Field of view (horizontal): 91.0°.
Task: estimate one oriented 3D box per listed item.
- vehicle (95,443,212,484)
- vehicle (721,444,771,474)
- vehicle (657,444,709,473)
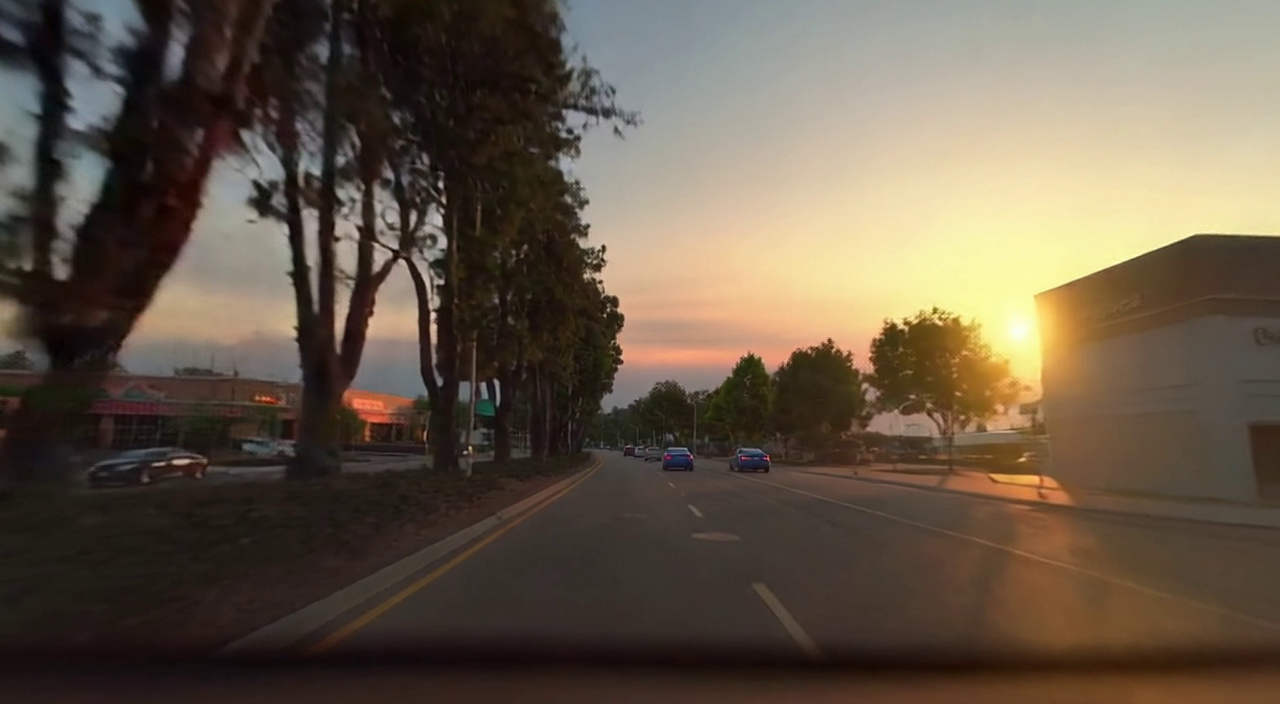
[{"bbox_3d":[-19.867,4.543,25.934,1.730,1.516,3.847,0,-9,0],"label":"vehicle"},{"bbox_3d":[5.827,5.923,35.098,1.886,1.528,4.169,1,-9,-2],"label":"vehicle"},{"bbox_3d":[2.244,5.783,34.312,2.256,1.451,4.313,1,-9,-3],"label":"vehicle"}]
